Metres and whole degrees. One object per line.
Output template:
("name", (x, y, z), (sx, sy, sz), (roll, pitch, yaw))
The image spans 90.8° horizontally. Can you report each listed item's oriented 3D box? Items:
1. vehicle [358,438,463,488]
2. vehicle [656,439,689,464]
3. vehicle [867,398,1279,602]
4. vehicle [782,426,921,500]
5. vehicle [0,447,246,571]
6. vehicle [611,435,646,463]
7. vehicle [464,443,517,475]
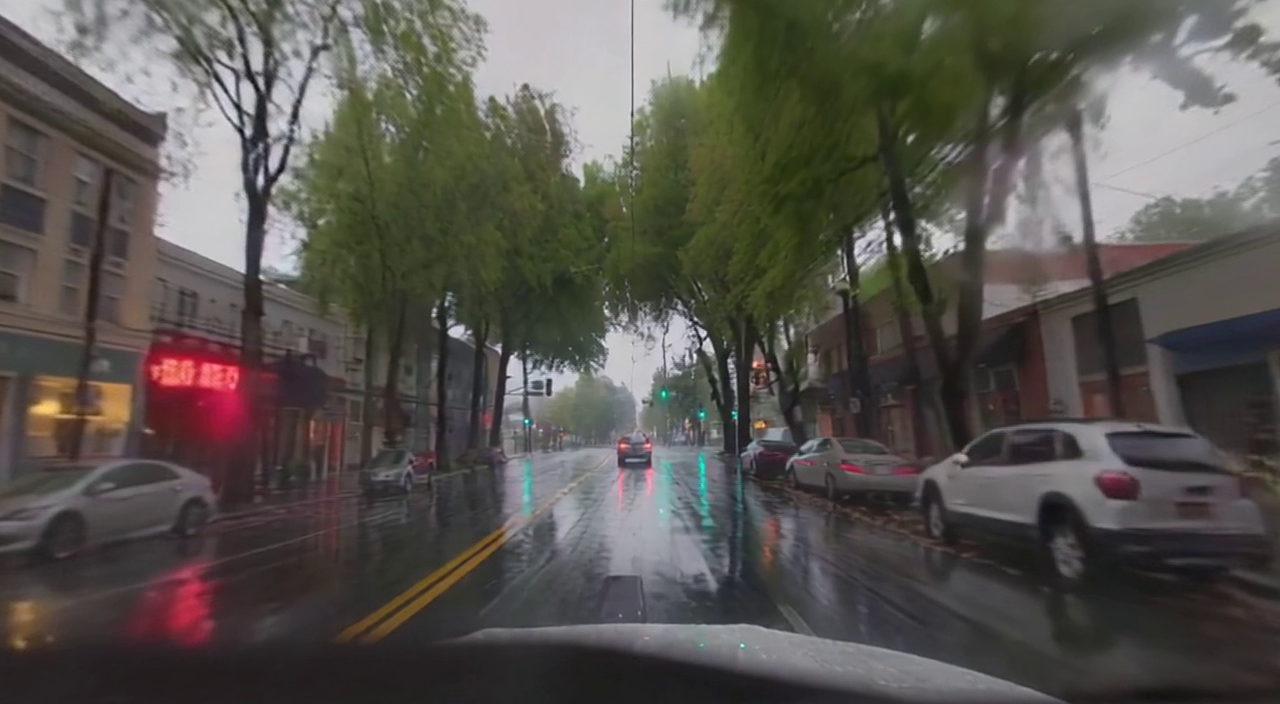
("vehicle", (-9.610, 4.706, 27.086), (2.305, 1.883, 5.580), (0, -9, 1))
("vehicle", (2.120, 6.629, 42.199), (1.998, 1.580, 4.015), (0, -8, -1))
("vehicle", (5.588, 1.794, 8.856), (2.293, 1.830, 6.070), (0, -9, -3))
("vehicle", (5.724, 3.044, 17.918), (2.070, 1.761, 4.848), (0, -8, -3))
("vehicle", (-10.063, 2.650, 11.778), (1.988, 1.718, 5.661), (0, -8, -2))
("vehicle", (-0.800, 6.883, 45.059), (2.301, 1.854, 4.919), (0, -8, 0))
("vehicle", (-9.976, 7.172, 42.665), (2.048, 1.985, 6.011), (0, -9, 0))
